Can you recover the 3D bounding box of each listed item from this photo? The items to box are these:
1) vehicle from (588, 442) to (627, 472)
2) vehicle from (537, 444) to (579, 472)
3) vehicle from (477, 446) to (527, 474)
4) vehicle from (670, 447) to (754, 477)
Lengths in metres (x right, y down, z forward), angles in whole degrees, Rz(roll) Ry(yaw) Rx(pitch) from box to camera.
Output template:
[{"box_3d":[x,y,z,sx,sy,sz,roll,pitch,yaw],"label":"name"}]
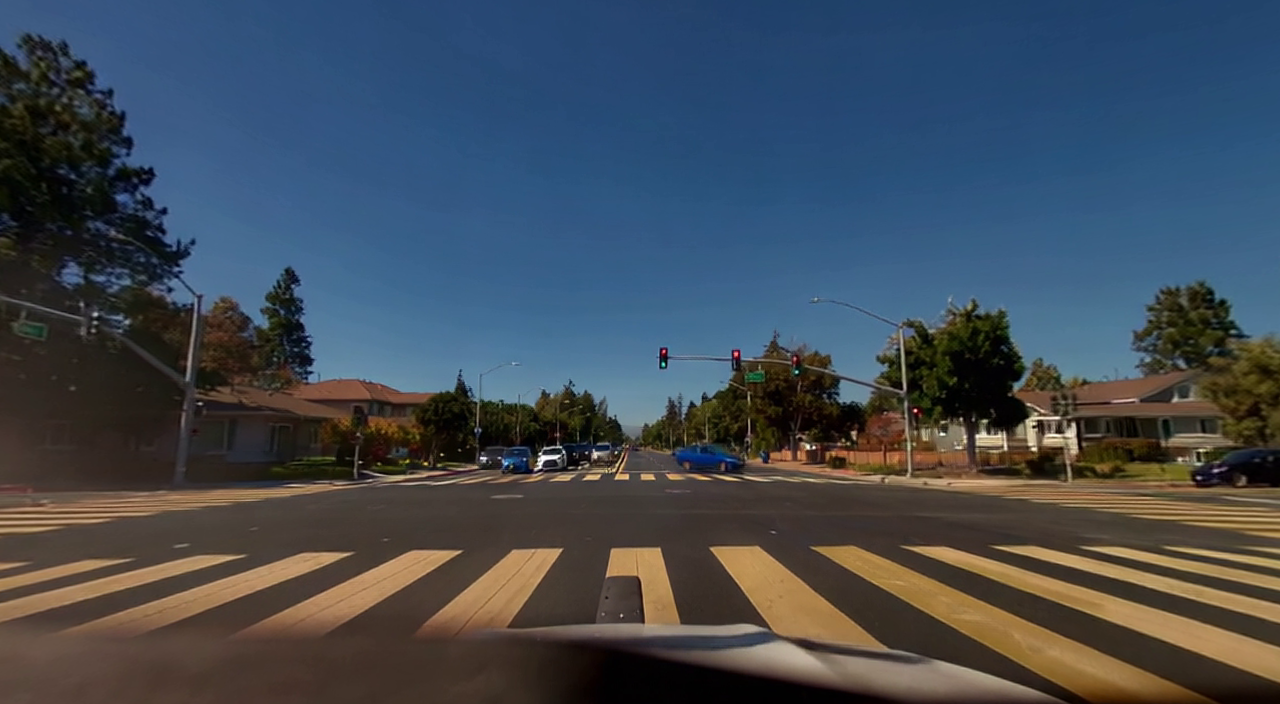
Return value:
[{"box_3d":[-2.073,6.952,41.976,2.355,1.868,5.125,0,-9,0],"label":"vehicle"},{"box_3d":[-5.232,6.801,40.726,2.091,1.707,4.157,0,-9,1],"label":"vehicle"},{"box_3d":[-8.659,6.770,40.035,2.028,1.654,5.027,0,-9,0],"label":"vehicle"},{"box_3d":[3.724,5.750,33.218,4.118,1.491,2.046,0,-8,-1],"label":"vehicle"}]
